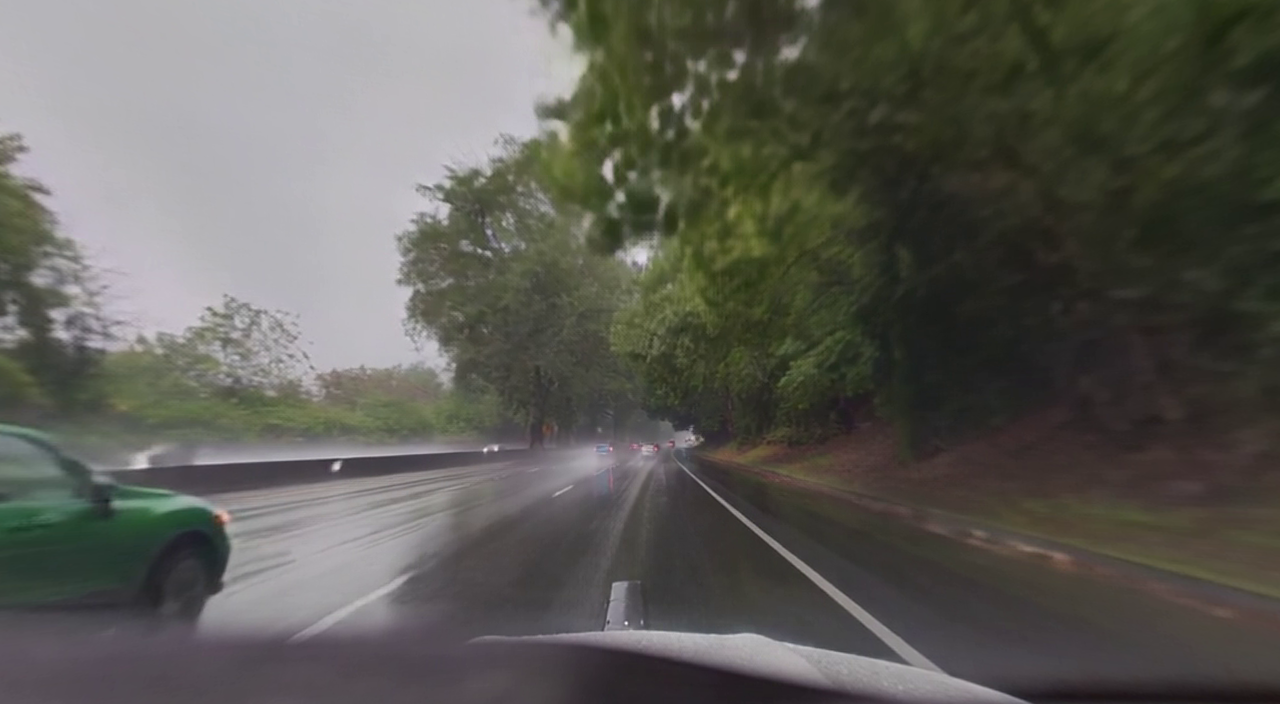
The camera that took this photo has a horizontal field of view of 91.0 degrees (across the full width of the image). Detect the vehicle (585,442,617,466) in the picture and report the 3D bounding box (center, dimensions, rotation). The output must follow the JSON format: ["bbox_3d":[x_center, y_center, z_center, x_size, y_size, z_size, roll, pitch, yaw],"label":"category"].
[{"bbox_3d":[-2.667,7.094,44.103,2.015,1.561,4.469,0,-8,0],"label":"vehicle"}]

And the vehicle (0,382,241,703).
[{"bbox_3d":[-3.936,0.842,2.375,1.993,1.538,4.192,0,-8,2],"label":"vehicle"}]
